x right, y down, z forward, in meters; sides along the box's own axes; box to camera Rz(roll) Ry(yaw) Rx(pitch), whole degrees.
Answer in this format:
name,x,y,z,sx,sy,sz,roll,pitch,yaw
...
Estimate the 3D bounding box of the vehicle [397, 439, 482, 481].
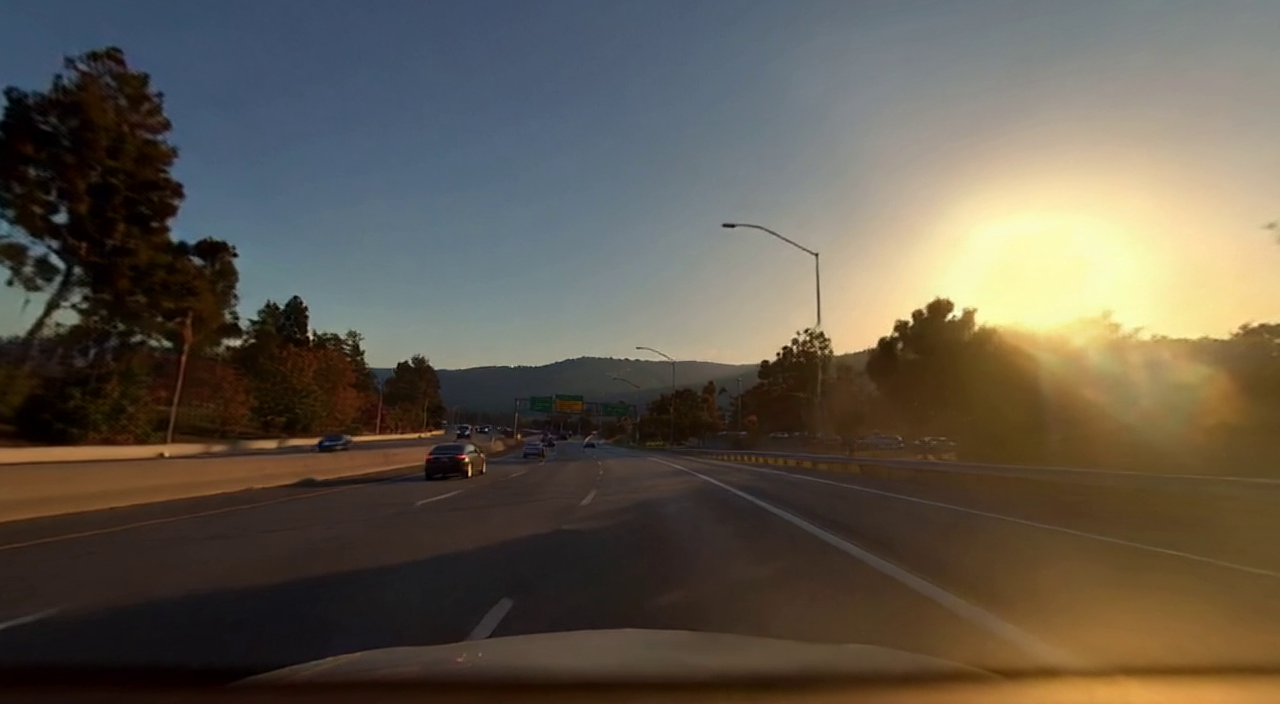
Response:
name,x,y,z,sx,sy,sz,roll,pitch,yaw
vehicle,-7.719,4.179,24.767,2.025,1.494,4.495,0,-8,-2
